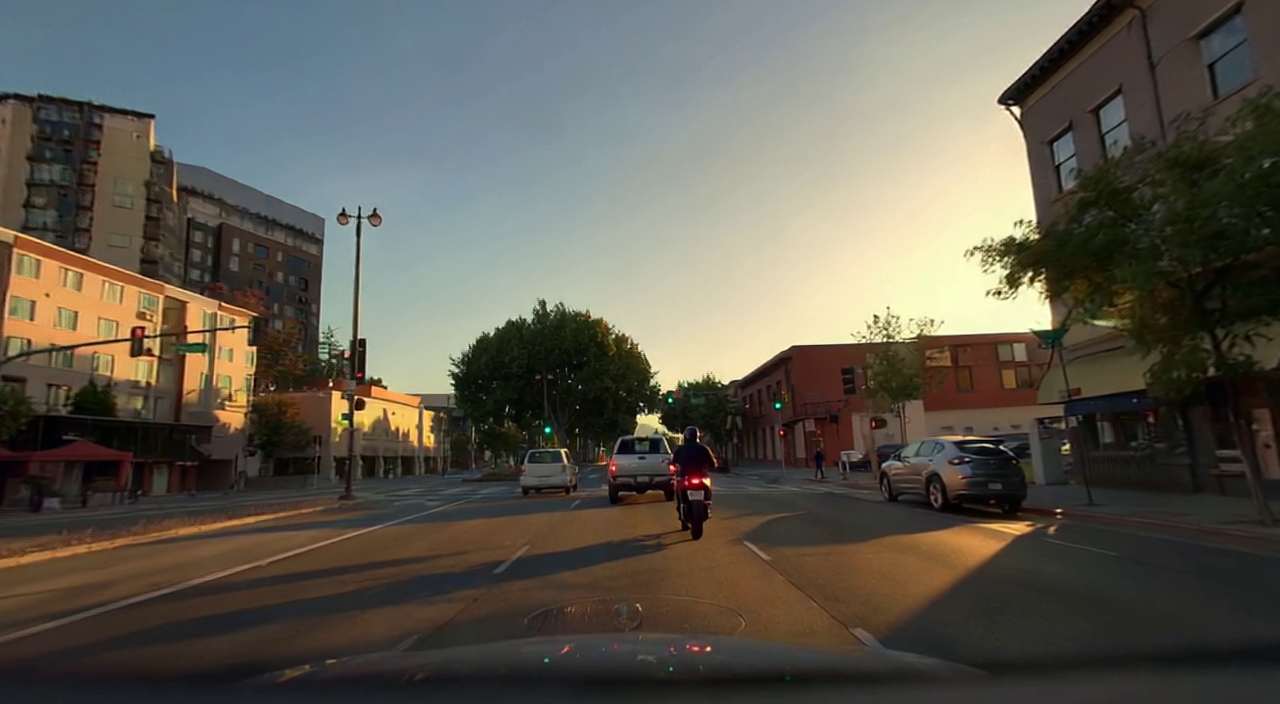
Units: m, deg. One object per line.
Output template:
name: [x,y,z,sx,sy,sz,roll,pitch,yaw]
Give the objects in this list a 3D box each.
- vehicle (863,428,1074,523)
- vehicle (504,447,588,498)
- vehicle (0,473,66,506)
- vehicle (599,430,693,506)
vehicle: [7.161,2.725,14.600,2.018,1.772,4.968,0,-9,-2]
vehicle: [-2.990,3.938,21.089,2.014,1.470,4.552,-1,-8,1]
vehicle: [-39.795,8.661,39.901,4.961,1.878,1.967,0,-9,-2]
vehicle: [0.160,3.081,17.236,2.223,1.775,4.250,0,-8,0]
